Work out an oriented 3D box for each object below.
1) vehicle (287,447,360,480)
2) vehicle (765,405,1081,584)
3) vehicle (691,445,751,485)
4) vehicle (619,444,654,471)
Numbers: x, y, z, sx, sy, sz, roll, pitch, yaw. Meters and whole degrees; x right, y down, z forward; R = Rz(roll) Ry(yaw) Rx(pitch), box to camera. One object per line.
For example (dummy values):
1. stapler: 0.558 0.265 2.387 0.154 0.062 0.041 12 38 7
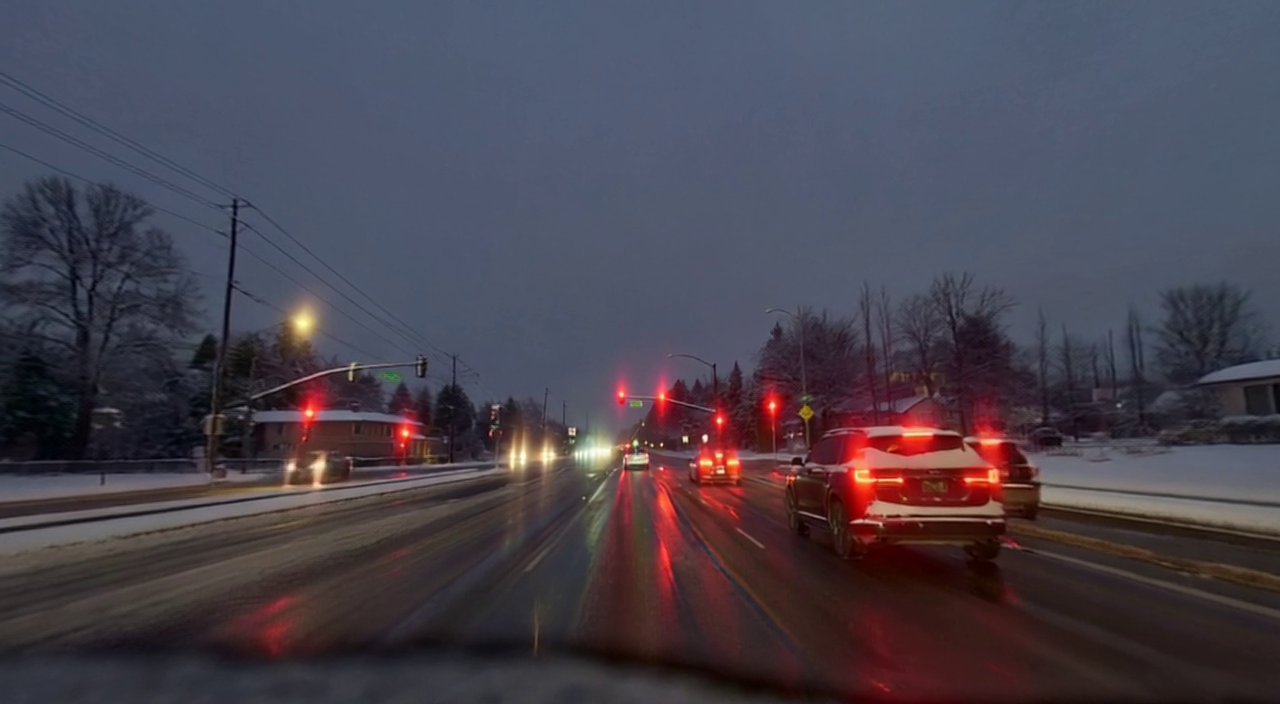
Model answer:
1. vehicle: -18.823 6.630 37.691 2.071 1.746 4.444 -2 -9 -1
2. vehicle: 3.269 1.763 8.620 2.129 1.761 4.610 0 -9 -1
3. vehicle: 3.196 4.540 25.617 1.889 1.451 4.180 0 -9 0
4. vehicle: -0.258 6.850 41.066 2.146 1.685 4.003 0 -9 -1
